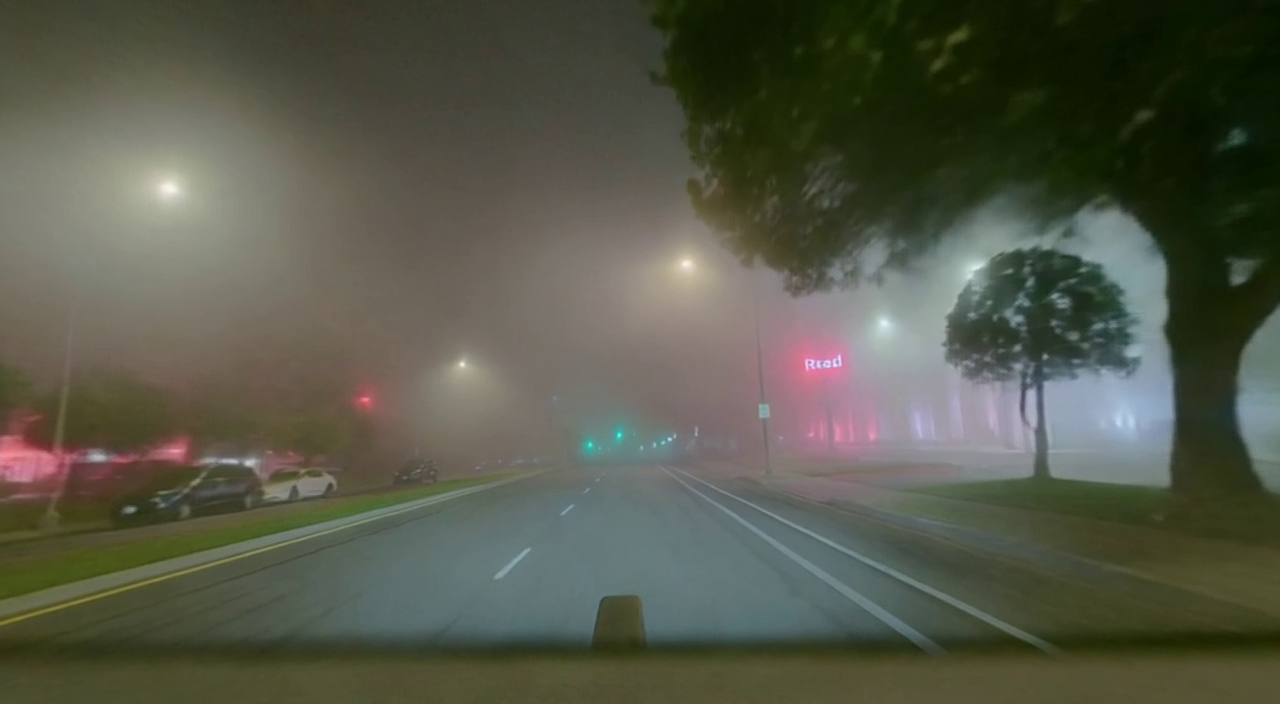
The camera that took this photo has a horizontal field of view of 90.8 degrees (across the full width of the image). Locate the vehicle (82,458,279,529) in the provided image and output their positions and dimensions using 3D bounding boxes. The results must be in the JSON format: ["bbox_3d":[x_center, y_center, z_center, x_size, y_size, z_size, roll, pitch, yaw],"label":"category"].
[{"bbox_3d":[-12.444,3.811,17.643,1.897,1.564,4.875,0,-9,-1],"label":"vehicle"}]

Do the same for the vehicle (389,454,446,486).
[{"bbox_3d":[-12.821,6.799,36.672,1.953,1.558,3.839,-6,-8,-2],"label":"vehicle"}]

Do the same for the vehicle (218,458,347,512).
[{"bbox_3d":[-12.528,4.656,22.531,2.040,1.424,4.594,-5,-8,-1],"label":"vehicle"}]
